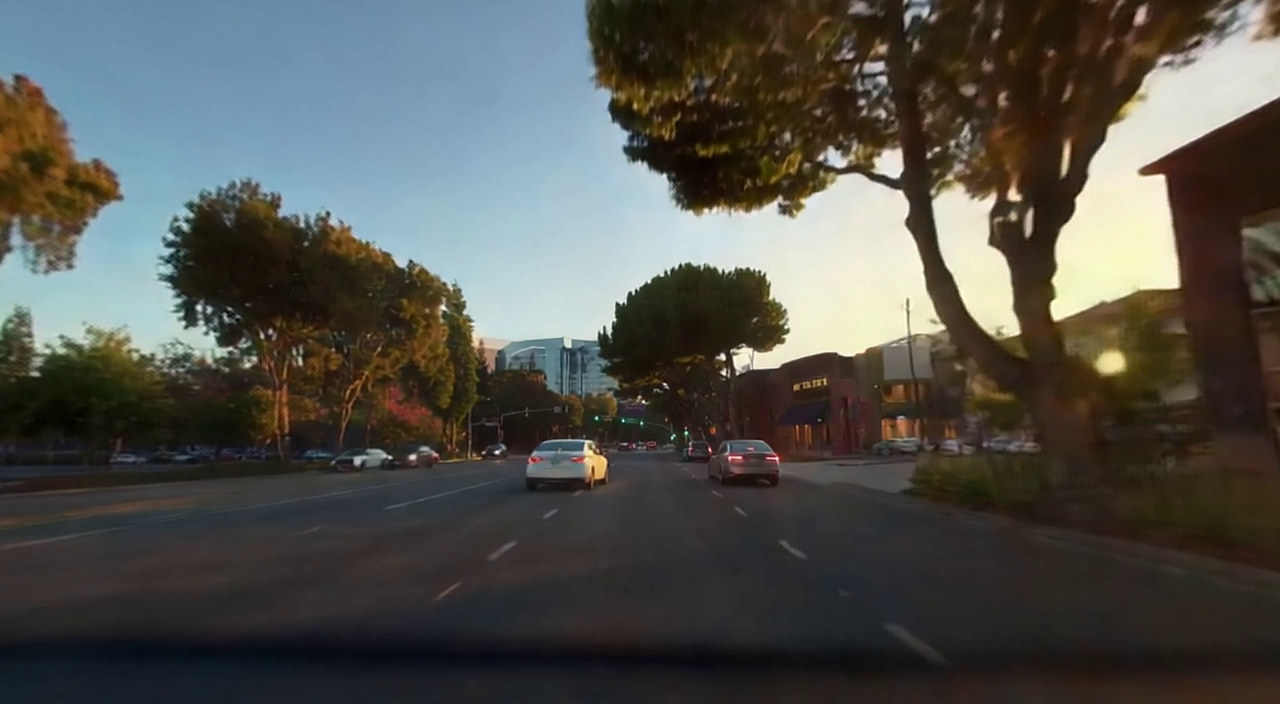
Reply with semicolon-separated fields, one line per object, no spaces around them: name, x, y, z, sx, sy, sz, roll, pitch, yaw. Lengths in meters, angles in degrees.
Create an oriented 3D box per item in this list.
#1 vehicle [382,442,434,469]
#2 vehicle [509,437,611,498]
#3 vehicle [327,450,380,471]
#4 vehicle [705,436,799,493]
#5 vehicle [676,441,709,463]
vehicle;-15.299;6.863;41.845;1.863;1.658;4.078;0;-8;1
vehicle;-2.013;3.062;17.089;1.971;1.433;3.923;-1;-8;5
vehicle;-21.899;8.288;48.390;1.848;1.450;4.678;0;-8;0
vehicle;3.232;3.338;19.091;1.948;1.474;4.360;0;-8;-1
vehicle;3.723;7.113;45.083;1.913;1.463;4.198;0;-8;-1
